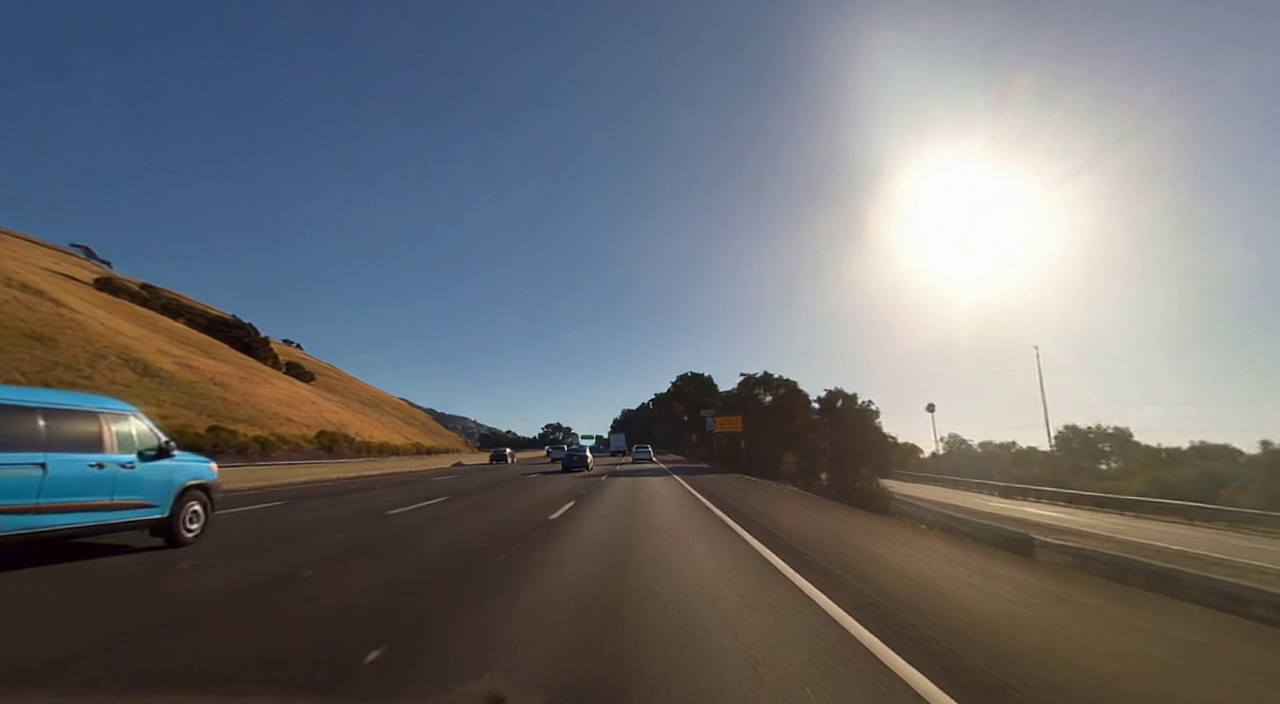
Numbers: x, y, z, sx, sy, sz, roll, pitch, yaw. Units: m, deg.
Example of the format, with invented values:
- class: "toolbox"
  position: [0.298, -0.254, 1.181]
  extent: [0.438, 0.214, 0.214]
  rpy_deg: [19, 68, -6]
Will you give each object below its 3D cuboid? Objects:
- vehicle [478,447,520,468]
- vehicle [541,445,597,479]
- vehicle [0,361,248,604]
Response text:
- class: "vehicle"
  position: [-10.528, 7.914, 47.328]
  extent: [1.945, 1.466, 4.947]
  rpy_deg: [0, -9, 1]
- class: "vehicle"
  position: [-3.354, 5.318, 30.693]
  extent: [2.080, 1.505, 4.649]
  rpy_deg: [0, -9, 1]
- class: "vehicle"
  position: [-6.904, 1.256, 6.169]
  extent: [2.437, 2.135, 5.643]
  rpy_deg: [0, -9, 1]
